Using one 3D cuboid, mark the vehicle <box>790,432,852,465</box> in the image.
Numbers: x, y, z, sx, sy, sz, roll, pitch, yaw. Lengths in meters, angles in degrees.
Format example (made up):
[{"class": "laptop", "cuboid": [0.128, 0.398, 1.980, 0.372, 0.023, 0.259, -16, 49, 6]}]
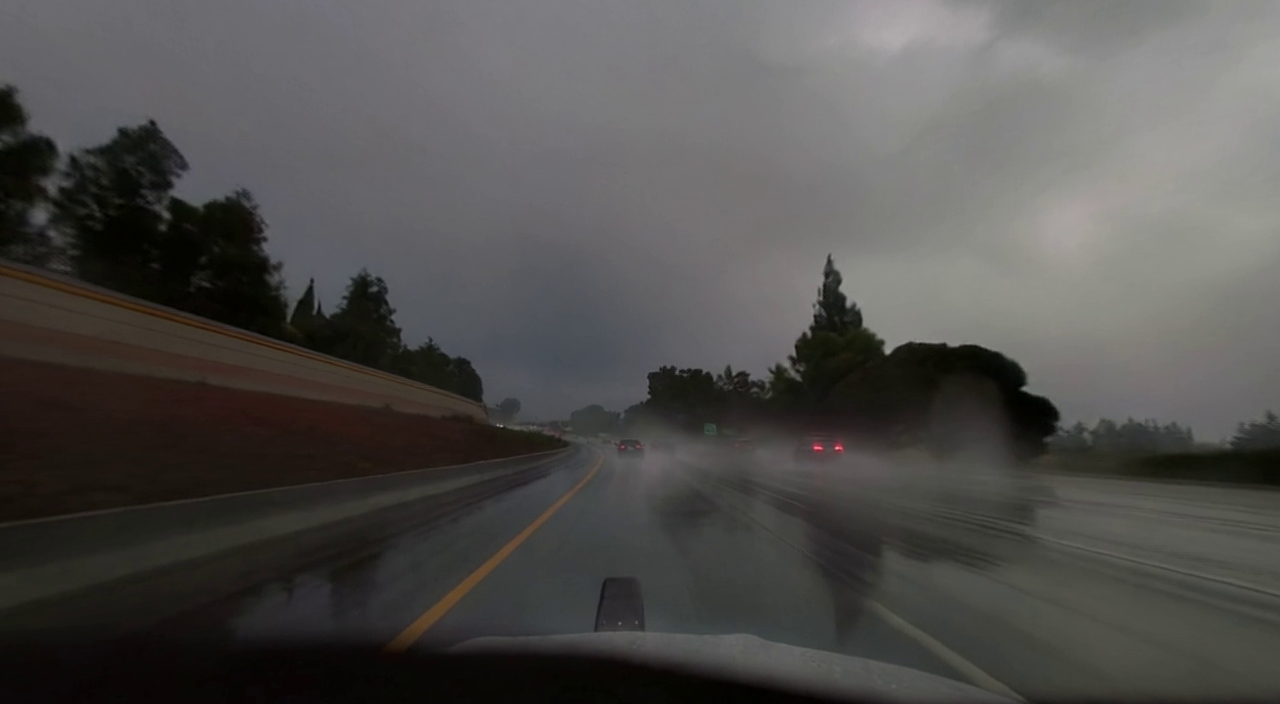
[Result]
[{"class": "vehicle", "cuboid": [10.235, 5.508, 35.993, 2.077, 1.763, 4.472, 0, -8, -2]}]
